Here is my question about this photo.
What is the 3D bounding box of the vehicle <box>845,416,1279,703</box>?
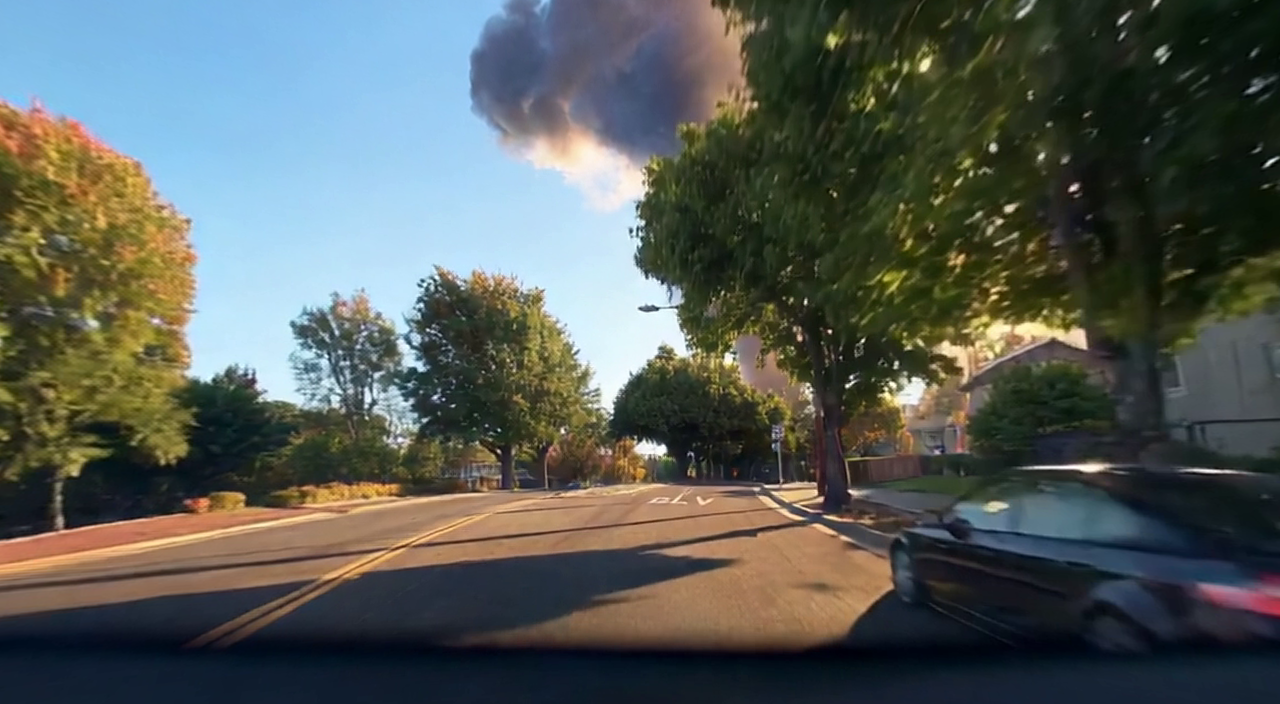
[{"bbox_3d":[3.108,1.249,3.847,1.965,1.486,4.582,0,-10,-3],"label":"vehicle"}]
